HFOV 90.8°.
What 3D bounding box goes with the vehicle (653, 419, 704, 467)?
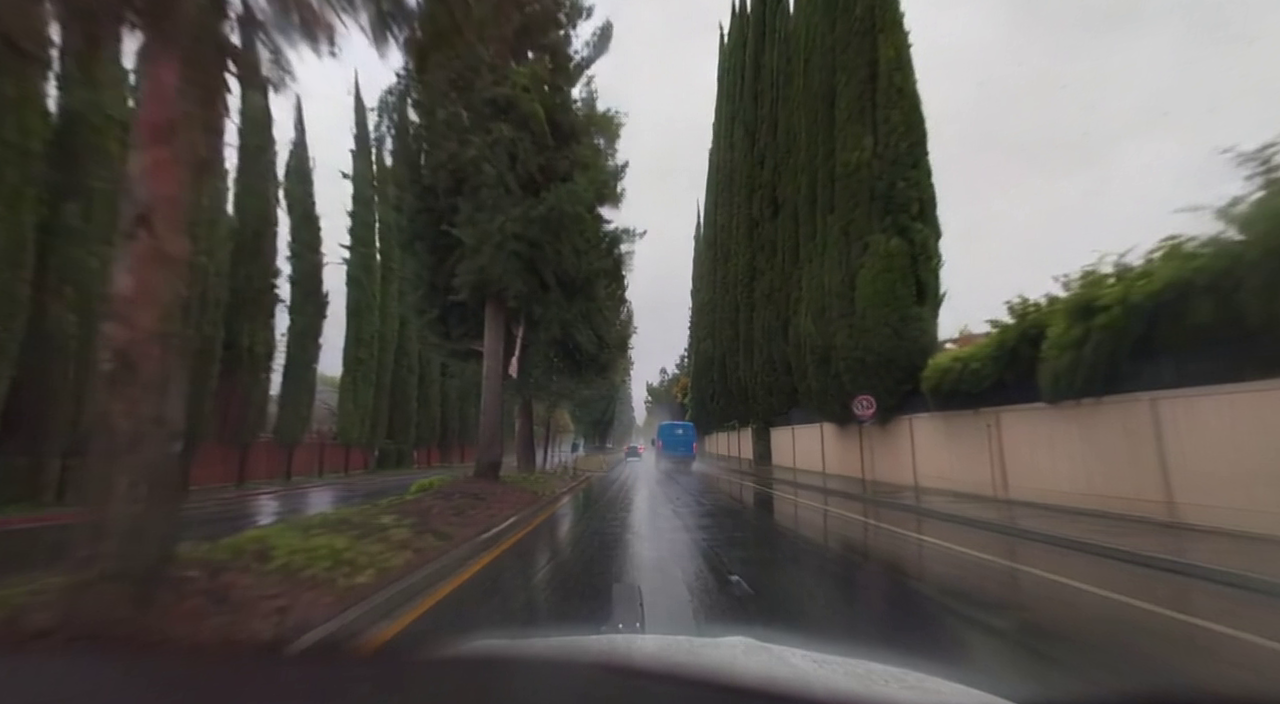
[{"bbox_3d":[2.787,7.165,49.590,2.959,3.285,12.428,0,-8,-1],"label":"vehicle"}]
